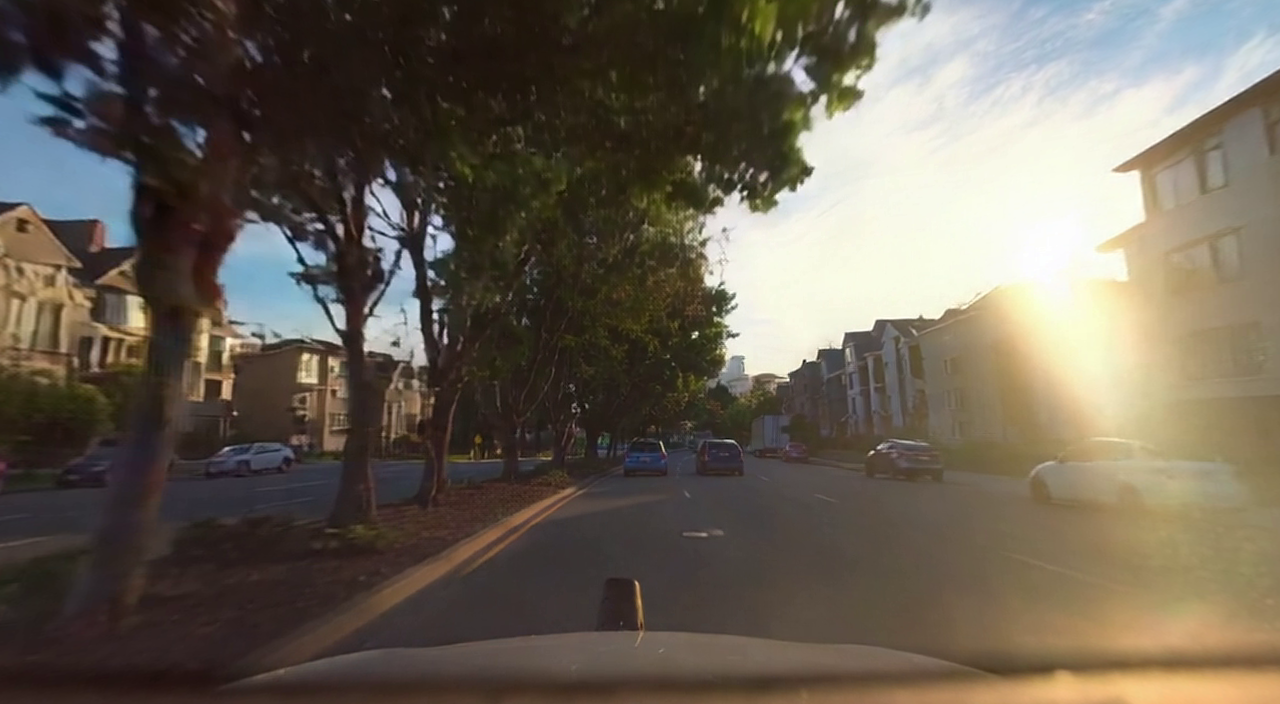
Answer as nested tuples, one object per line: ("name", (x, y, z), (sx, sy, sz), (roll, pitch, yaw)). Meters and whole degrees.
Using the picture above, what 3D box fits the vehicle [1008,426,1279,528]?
("vehicle", (10.306, 2.510, 13.419), (2.080, 1.744, 4.889), (0, -8, 1))

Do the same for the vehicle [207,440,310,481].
("vehicle", (-18.450, 5.229, 30.887), (2.175, 1.819, 4.703), (0, -8, -2))

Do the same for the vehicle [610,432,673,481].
("vehicle", (0.136, 4.330, 26.368), (2.345, 1.841, 5.032), (0, -9, 2))

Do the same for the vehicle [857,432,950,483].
("vehicle", (10.575, 4.273, 25.777), (1.938, 1.860, 4.690), (0, -9, 3))

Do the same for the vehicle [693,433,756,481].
("vehicle", (3.429, 4.354, 26.468), (2.033, 1.823, 4.409), (0, -9, 0))

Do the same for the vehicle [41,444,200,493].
("vehicle", (-18.975, 4.302, 23.436), (2.023, 1.561, 4.497), (-2, -10, 1))
